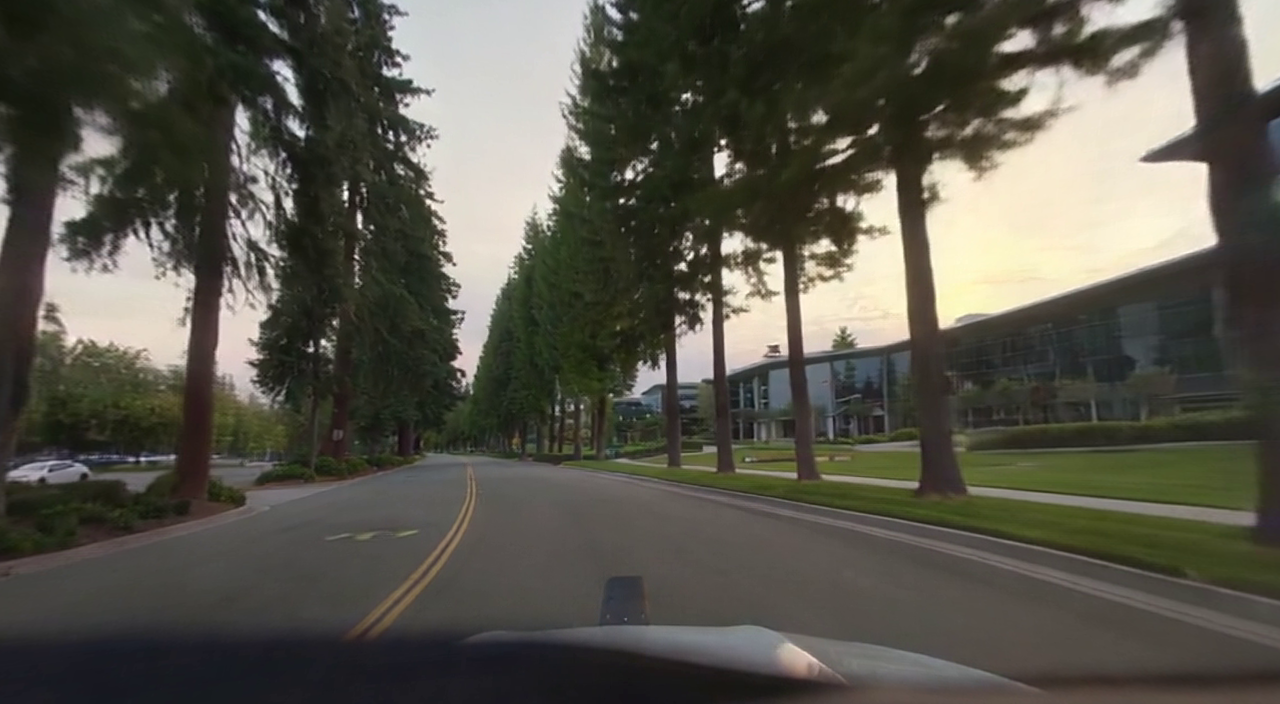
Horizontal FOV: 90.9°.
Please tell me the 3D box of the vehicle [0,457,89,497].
[{"bbox_3d":[-28.610,5.808,29.648,1.929,1.650,4.638,2,-9,-13],"label":"vehicle"}]
